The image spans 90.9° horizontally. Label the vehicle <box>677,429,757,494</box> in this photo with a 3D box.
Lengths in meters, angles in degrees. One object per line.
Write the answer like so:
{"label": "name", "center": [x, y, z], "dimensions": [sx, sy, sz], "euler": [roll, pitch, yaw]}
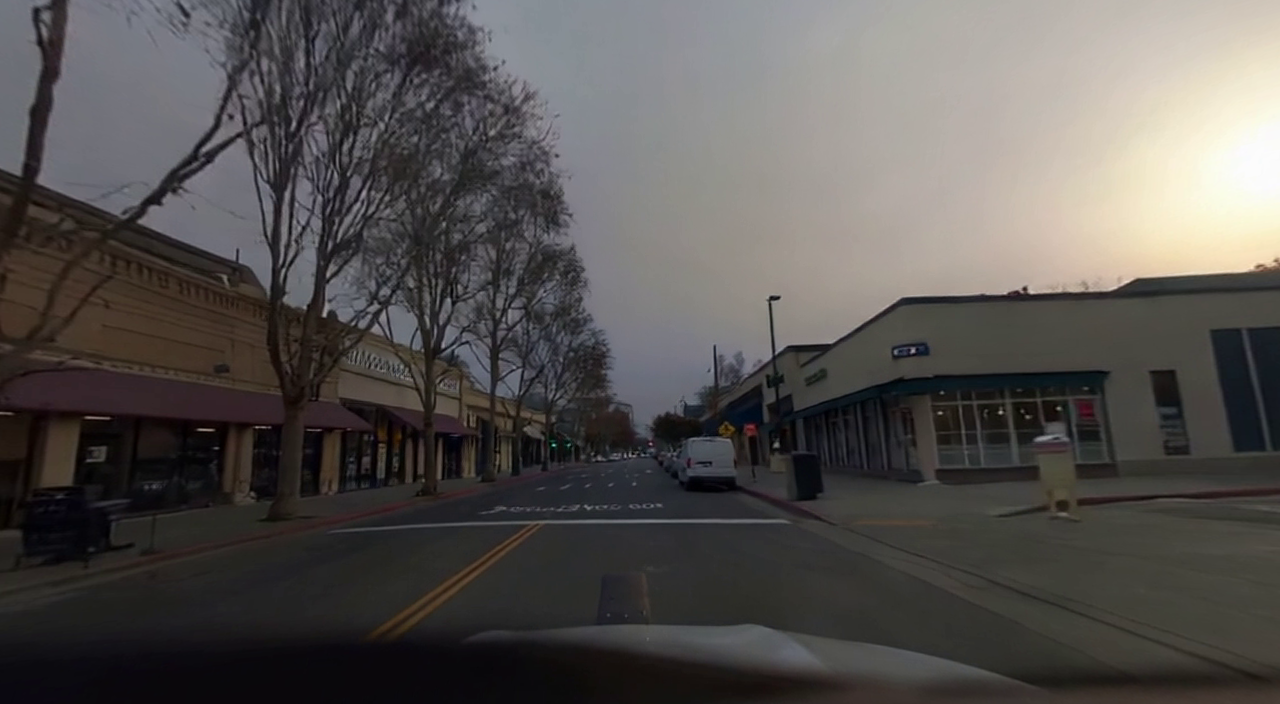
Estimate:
{"label": "vehicle", "center": [2.596, 3.868, 22.531], "dimensions": [2.150, 2.013, 4.748], "euler": [0, -9, -1]}
